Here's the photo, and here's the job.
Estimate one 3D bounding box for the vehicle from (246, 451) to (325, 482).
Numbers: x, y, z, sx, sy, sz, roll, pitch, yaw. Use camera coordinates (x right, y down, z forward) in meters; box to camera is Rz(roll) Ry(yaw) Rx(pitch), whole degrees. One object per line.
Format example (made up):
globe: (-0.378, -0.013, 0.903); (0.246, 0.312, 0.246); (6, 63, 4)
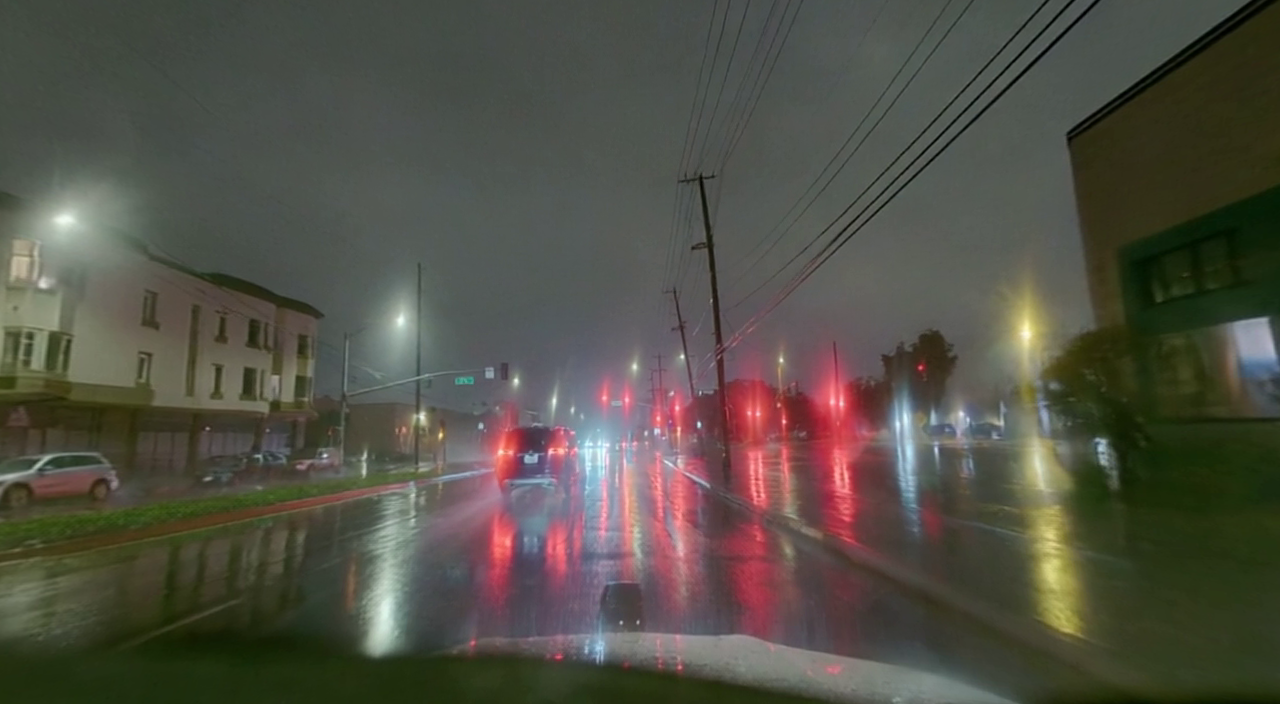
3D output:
vehicle: (-20.622, 6.635, 36.952); (1.989, 1.689, 4.388); (0, -9, 1)

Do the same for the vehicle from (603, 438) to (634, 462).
vehicle: (-1.528, 7.151, 46.058); (2.144, 1.681, 3.855); (0, -9, -1)

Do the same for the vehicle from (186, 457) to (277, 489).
vehicle: (-20.642, 6.118, 32.163); (1.790, 1.415, 4.450); (0, -9, -2)

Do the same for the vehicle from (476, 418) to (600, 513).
vehicle: (-2.026, 2.425, 13.847); (2.022, 1.757, 4.041); (0, -9, 0)

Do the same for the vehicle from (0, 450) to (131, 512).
vehicle: (-20.340, 4.267, 21.516); (2.015, 1.815, 4.856); (0, -9, -2)

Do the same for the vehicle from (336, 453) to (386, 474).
vehicle: (-20.766, 8.290, 47.208); (1.826, 1.430, 4.426); (0, -9, -1)
